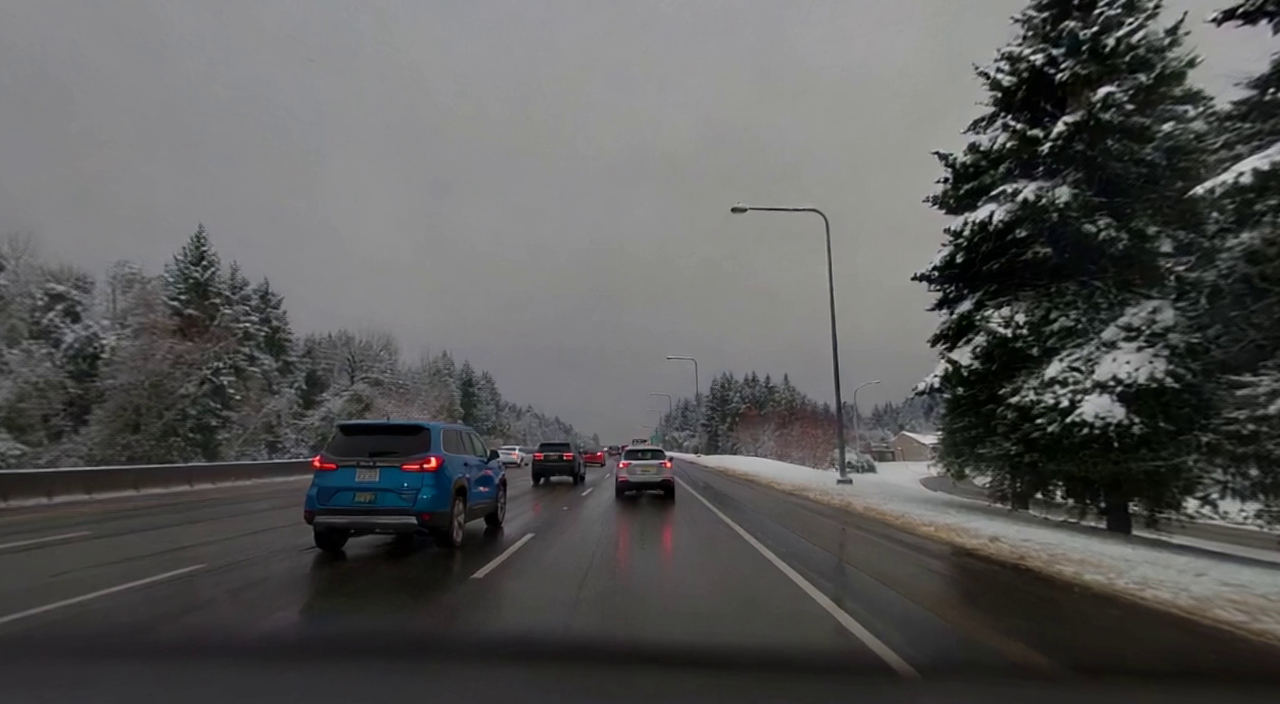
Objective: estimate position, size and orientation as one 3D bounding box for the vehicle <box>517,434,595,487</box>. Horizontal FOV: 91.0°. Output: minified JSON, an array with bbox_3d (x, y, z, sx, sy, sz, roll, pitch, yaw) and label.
[{"bbox_3d":[-3.028,4.053,23.753,2.125,1.771,4.721,0,-9,2],"label":"vehicle"}]

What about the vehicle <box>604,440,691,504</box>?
[{"bbox_3d":[0.151,3.175,17.056,2.068,1.488,4.045,0,-9,0],"label":"vehicle"}]

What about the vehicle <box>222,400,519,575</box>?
[{"bbox_3d":[-3.206,1.713,8.653,2.123,1.798,4.108,0,-9,2],"label":"vehicle"}]
